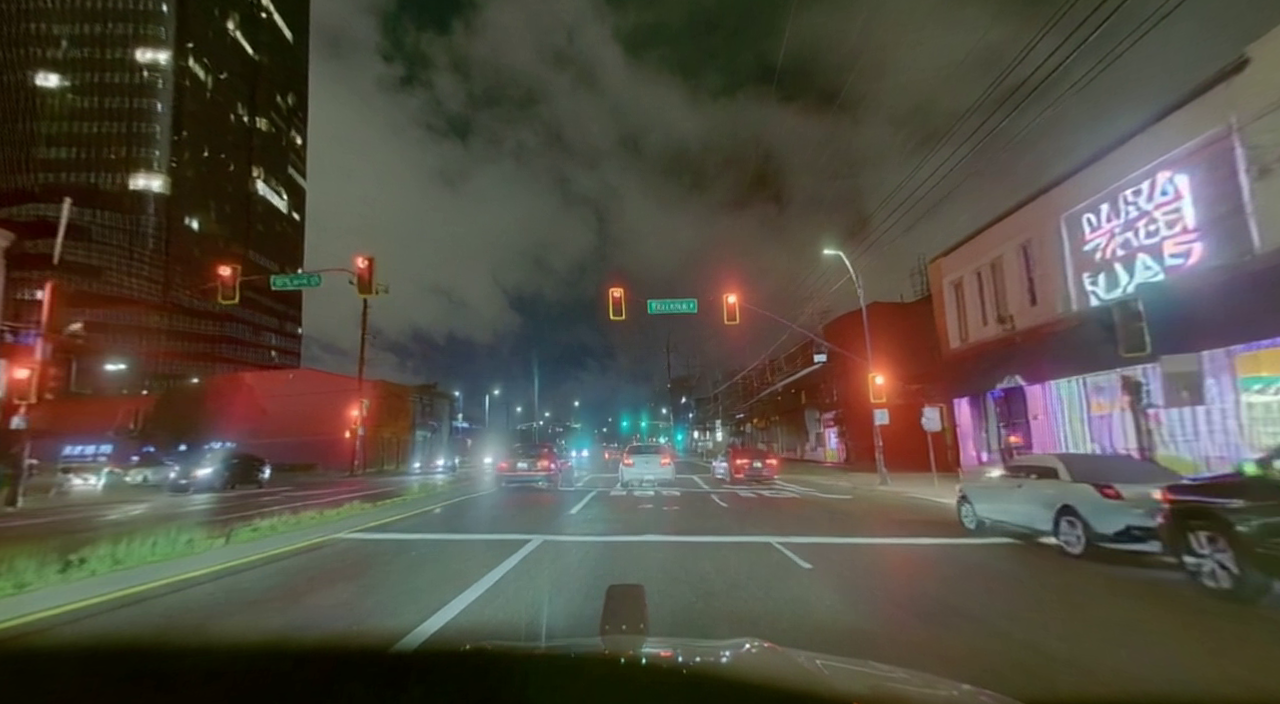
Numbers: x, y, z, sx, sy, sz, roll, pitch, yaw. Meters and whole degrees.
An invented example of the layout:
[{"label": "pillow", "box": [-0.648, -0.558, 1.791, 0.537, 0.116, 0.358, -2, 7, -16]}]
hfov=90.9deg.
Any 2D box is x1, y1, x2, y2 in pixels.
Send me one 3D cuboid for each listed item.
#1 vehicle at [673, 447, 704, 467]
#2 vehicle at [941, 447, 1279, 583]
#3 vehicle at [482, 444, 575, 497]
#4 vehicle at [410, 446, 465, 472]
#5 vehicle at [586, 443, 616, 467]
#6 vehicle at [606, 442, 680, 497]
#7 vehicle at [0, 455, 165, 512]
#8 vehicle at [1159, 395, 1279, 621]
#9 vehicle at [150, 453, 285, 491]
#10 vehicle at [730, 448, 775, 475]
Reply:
[{"label": "vehicle", "box": [3.680, 8.069, 48.482, 2.047, 1.463, 4.514, 0, -9, 0]}, {"label": "vehicle", "box": [6.522, 2.137, 9.259, 1.899, 1.453, 4.610, 0, -9, 0]}, {"label": "vehicle", "box": [-3.276, 3.568, 19.417, 1.950, 1.450, 4.257, 0, -9, 2]}, {"label": "vehicle", "box": [-14.364, 7.592, 44.924, 2.161, 1.704, 4.554, -1, -9, 4]}, {"label": "vehicle", "box": [-2.950, 7.964, 48.805, 2.007, 1.736, 4.185, 0, -9, 1]}, {"label": "vehicle", "box": [0.095, 3.528, 19.362, 2.037, 1.484, 4.073, 0, -9, 0]}, {"label": "vehicle", "box": [-17.307, 3.951, 19.411, 1.774, 1.436, 4.473, 0, -9, 1]}, {"label": "vehicle", "box": [6.448, 1.070, 3.723, 2.289, 1.867, 5.322, 0, -9, 2]}, {"label": "vehicle", "box": [-18.701, 5.253, 27.911, 5.163, 1.510, 2.174, -3, -9, 19]}, {"label": "vehicle", "box": [6.763, 6.620, 38.350, 1.944, 1.462, 4.406, 0, -9, 0]}]
